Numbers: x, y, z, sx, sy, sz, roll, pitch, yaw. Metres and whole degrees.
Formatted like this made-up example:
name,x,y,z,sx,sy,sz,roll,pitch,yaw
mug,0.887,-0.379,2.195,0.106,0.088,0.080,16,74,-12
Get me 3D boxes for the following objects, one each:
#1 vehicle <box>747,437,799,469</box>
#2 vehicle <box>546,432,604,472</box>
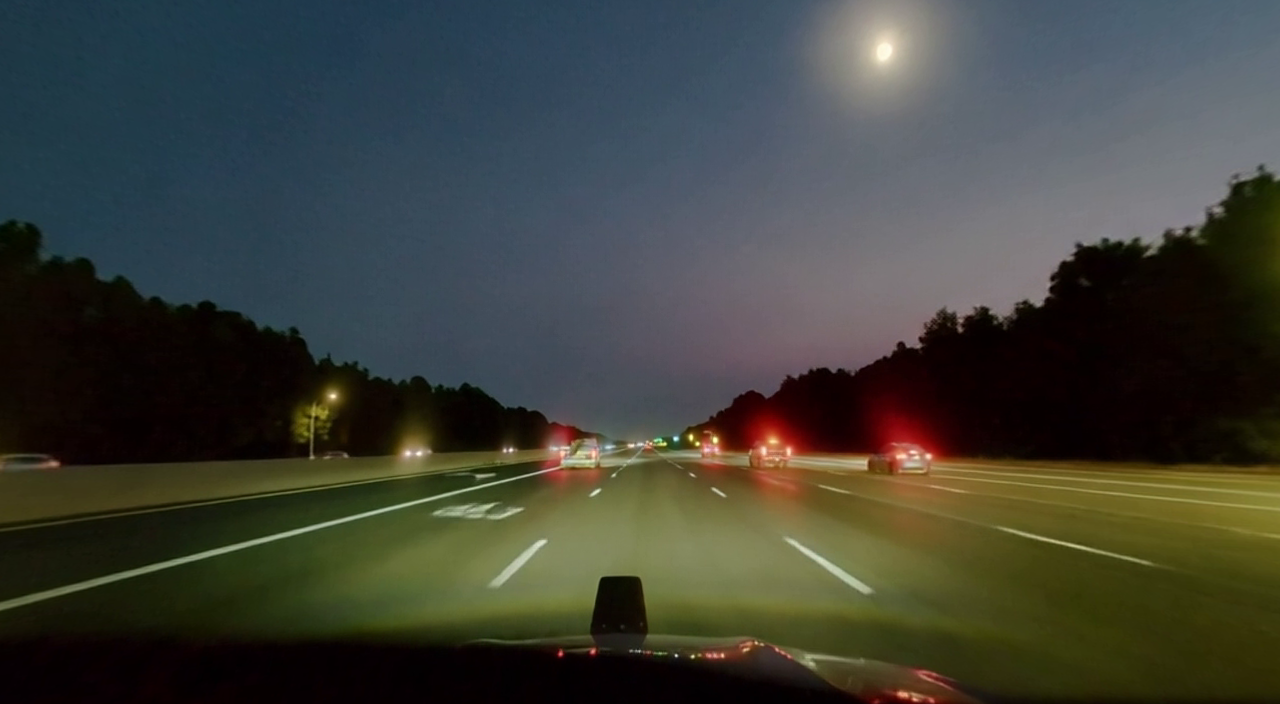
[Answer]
name,x,y,z,sx,sy,sz,roll,pitch,yaw
vehicle,7.711,5.890,36.860,2.063,1.706,4.259,0,-8,0
vehicle,-3.311,5.269,33.420,2.453,1.952,5.320,0,-8,1
